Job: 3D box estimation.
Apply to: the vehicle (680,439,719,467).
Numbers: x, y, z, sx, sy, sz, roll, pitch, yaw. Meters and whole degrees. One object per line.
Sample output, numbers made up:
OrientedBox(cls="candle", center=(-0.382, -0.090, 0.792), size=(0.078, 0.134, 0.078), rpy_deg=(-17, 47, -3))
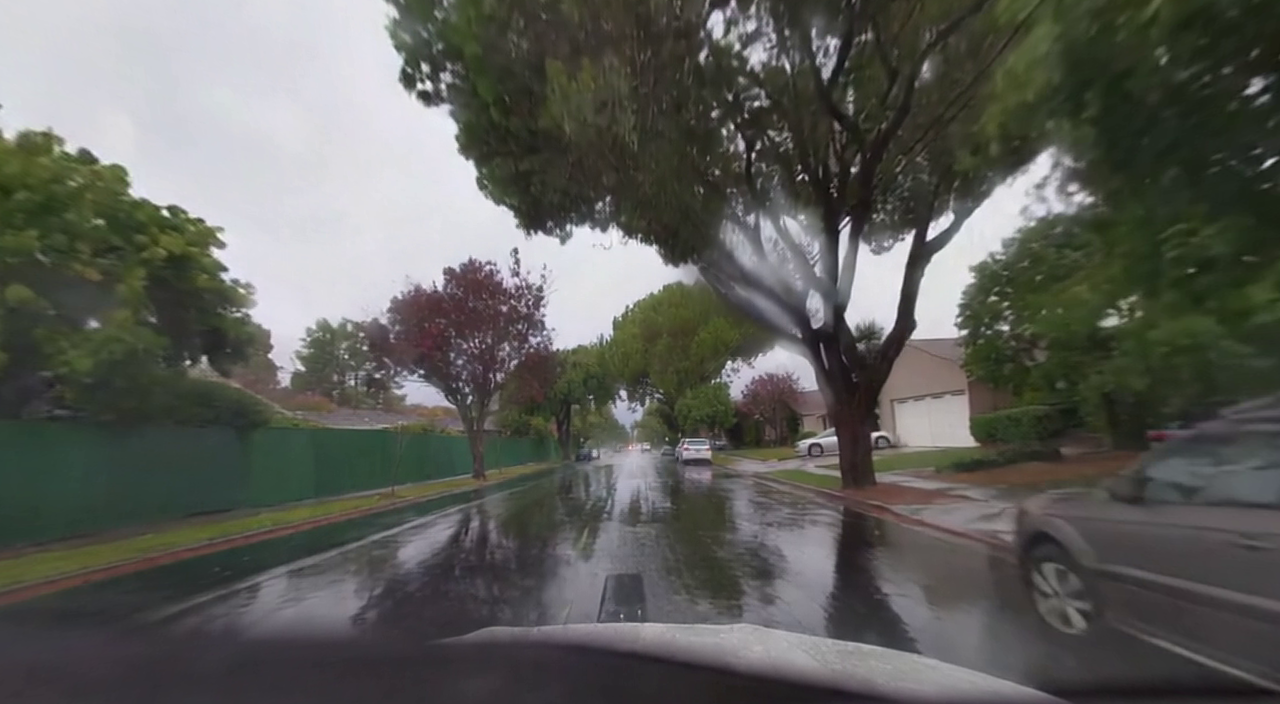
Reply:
OrientedBox(cls="vehicle", center=(3.853, 6.681, 41.928), size=(2.122, 1.673, 4.876), rpy_deg=(0, -8, 0))

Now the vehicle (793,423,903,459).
OrientedBox(cls="vehicle", center=(11.025, 4.786, 33.819), size=(5.046, 1.800, 2.201), rpy_deg=(-1, -8, 1))

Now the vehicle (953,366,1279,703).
OrientedBox(cls="vehicle", center=(3.670, 0.922, 2.849), size=(2.165, 1.688, 4.642), rpy_deg=(-2, -9, 1))
